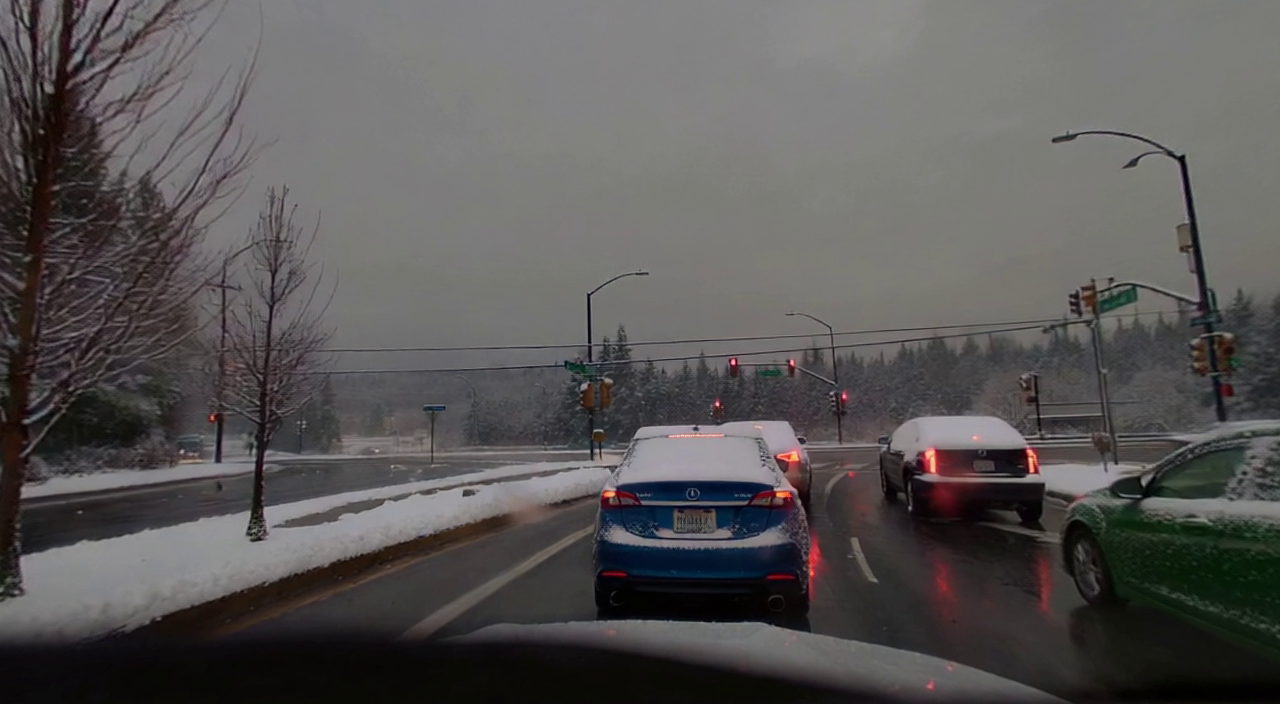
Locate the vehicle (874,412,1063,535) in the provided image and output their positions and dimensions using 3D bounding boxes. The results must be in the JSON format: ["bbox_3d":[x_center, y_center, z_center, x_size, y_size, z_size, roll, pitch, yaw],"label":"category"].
[{"bbox_3d":[5.538,2.053,11.286,2.102,1.717,4.373,-2,-9,16],"label":"vehicle"}]

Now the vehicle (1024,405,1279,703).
[{"bbox_3d":[4.251,1.060,3.375,1.954,1.508,4.441,-1,-8,6],"label":"vehicle"}]

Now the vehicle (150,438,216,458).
[{"bbox_3d":[-35.375,7.438,48.643,1.652,1.433,3.733,-7,-11,40],"label":"vehicle"}]

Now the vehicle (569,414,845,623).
[{"bbox_3d":[0.857,1.500,6.685,2.052,1.483,3.928,-2,-8,12],"label":"vehicle"}]

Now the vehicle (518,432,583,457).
[{"bbox_3d":[-5.961,6.104,41.536,1.932,1.573,4.509,8,-12,-44],"label":"vehicle"}]

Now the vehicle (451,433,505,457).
[{"bbox_3d":[-12.452,7.120,48.195,1.972,1.705,4.457,8,-11,-44],"label":"vehicle"}]
